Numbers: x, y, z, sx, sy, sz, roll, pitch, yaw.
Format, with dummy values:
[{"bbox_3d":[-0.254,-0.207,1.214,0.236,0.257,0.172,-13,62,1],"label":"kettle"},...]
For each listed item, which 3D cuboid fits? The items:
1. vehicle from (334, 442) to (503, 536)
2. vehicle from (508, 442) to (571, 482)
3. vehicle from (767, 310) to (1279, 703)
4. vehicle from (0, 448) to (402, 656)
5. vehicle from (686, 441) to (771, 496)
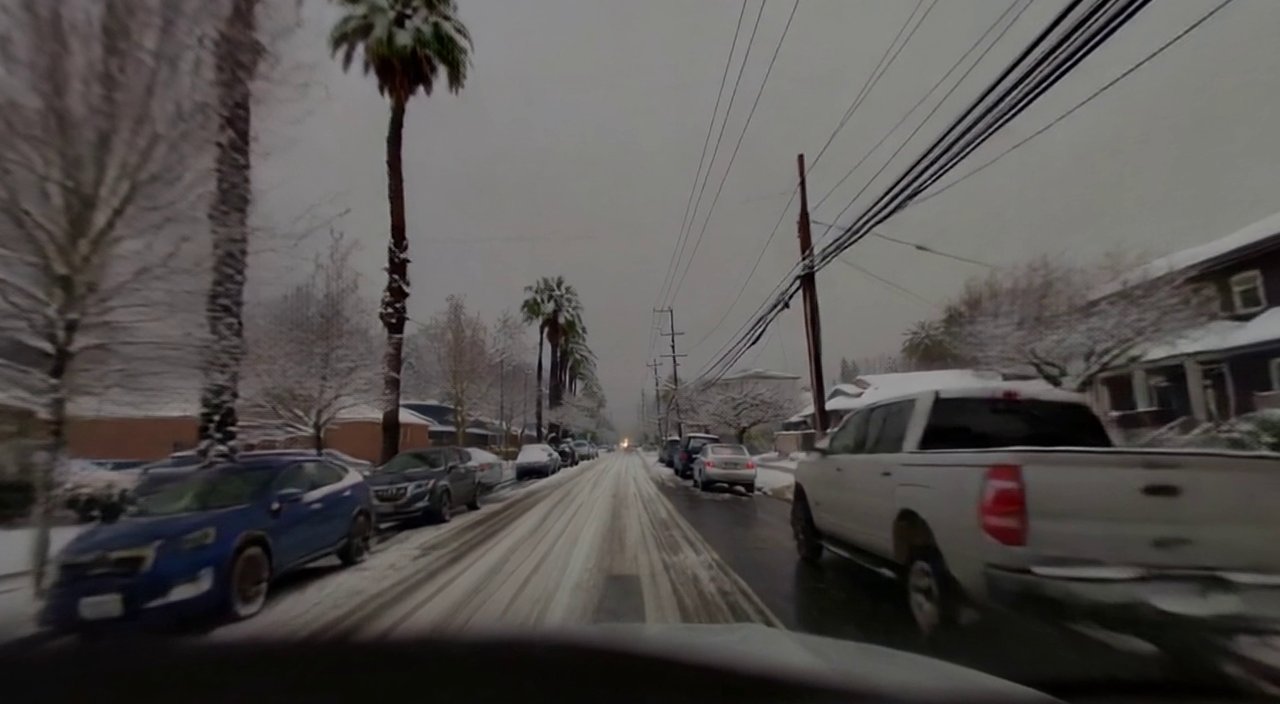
[{"bbox_3d":[-4.253,2.674,13.085,1.814,1.548,4.802,0,-8,-1],"label":"vehicle"},{"bbox_3d":[-4.516,5.019,29.134,2.123,1.636,4.481,0,-8,0],"label":"vehicle"},{"bbox_3d":[2.858,1.163,5.566,2.292,1.981,5.277,0,-8,-1],"label":"vehicle"},{"bbox_3d":[-4.144,1.792,6.743,1.782,1.487,3.974,0,-8,-2],"label":"vehicle"},{"bbox_3d":[2.526,3.427,19.018,1.881,1.460,4.007,0,-8,-2],"label":"vehicle"}]
